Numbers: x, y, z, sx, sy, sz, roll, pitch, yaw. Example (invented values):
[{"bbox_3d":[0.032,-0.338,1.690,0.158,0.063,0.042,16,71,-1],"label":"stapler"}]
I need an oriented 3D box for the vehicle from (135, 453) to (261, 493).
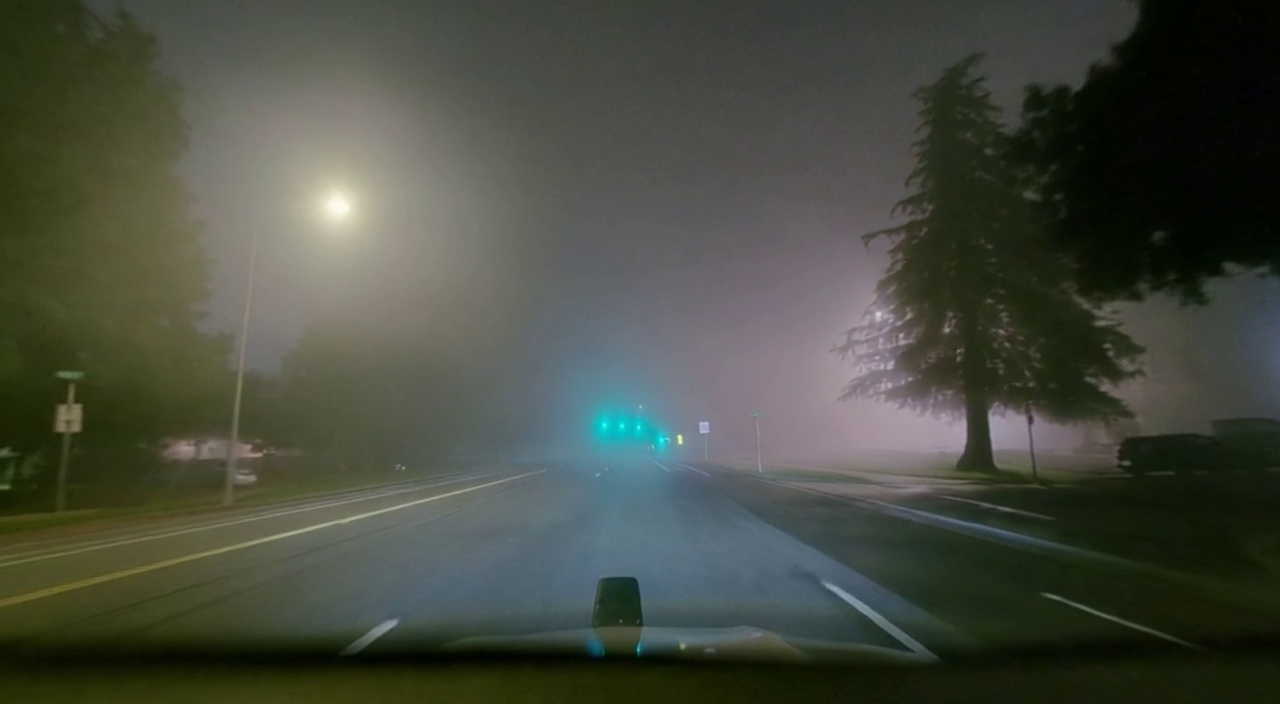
[{"bbox_3d":[-20.229,5.518,29.054,4.171,1.728,2.069,0,-9,1],"label":"vehicle"}]

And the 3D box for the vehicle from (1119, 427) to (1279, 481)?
[{"bbox_3d":[19.533,3.400,21.243,5.172,1.468,1.964,-4,-11,-1],"label":"vehicle"}]

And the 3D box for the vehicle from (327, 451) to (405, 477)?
[{"bbox_3d":[-20.390,8.340,47.118,4.761,1.812,2.206,0,-9,-1],"label":"vehicle"}]
